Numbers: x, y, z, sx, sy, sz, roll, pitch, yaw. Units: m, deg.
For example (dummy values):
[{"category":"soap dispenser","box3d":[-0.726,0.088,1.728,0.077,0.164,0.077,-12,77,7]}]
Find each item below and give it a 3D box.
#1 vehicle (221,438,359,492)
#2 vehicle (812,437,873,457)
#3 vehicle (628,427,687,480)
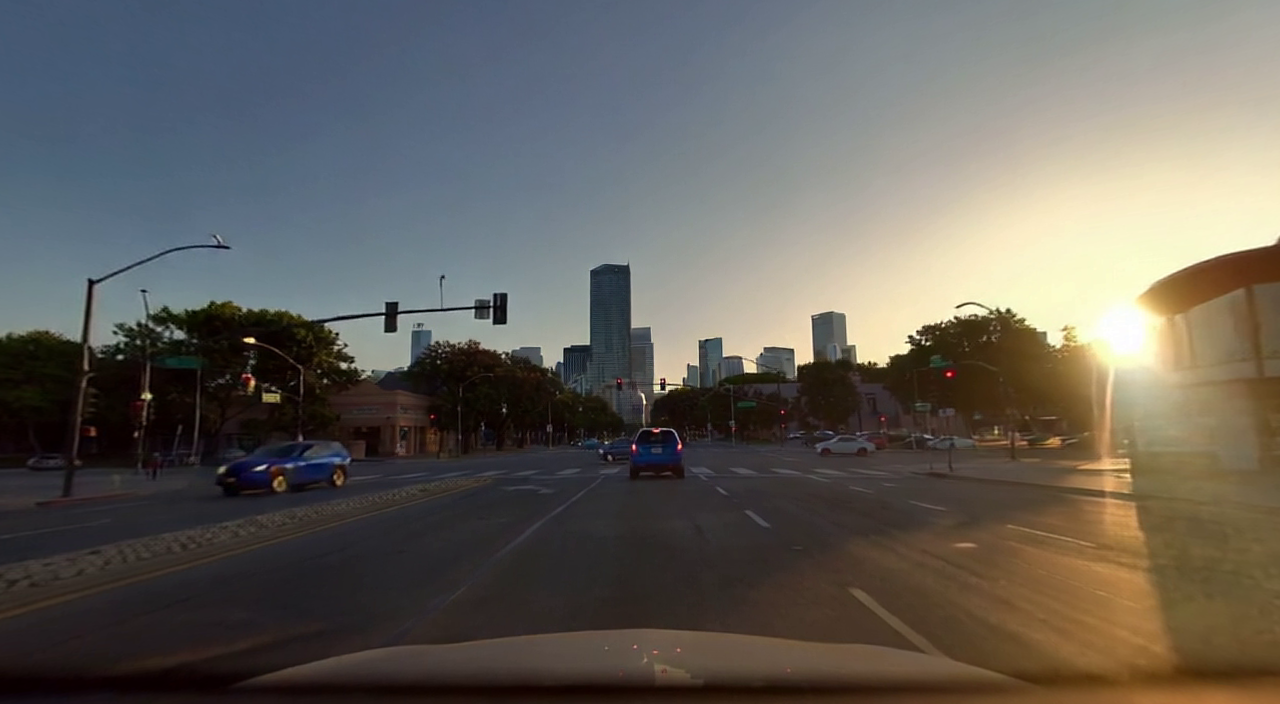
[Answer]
[{"category":"vehicle","box3d":[-12.023,3.885,22.084,1.954,1.673,4.460,-1,-8,6]},{"category":"vehicle","box3d":[15.273,7.217,47.714,3.963,1.480,1.774,-1,-8,3]},{"category":"vehicle","box3d":[0.616,3.744,23.497,1.994,1.759,4.186,0,-8,1]}]
